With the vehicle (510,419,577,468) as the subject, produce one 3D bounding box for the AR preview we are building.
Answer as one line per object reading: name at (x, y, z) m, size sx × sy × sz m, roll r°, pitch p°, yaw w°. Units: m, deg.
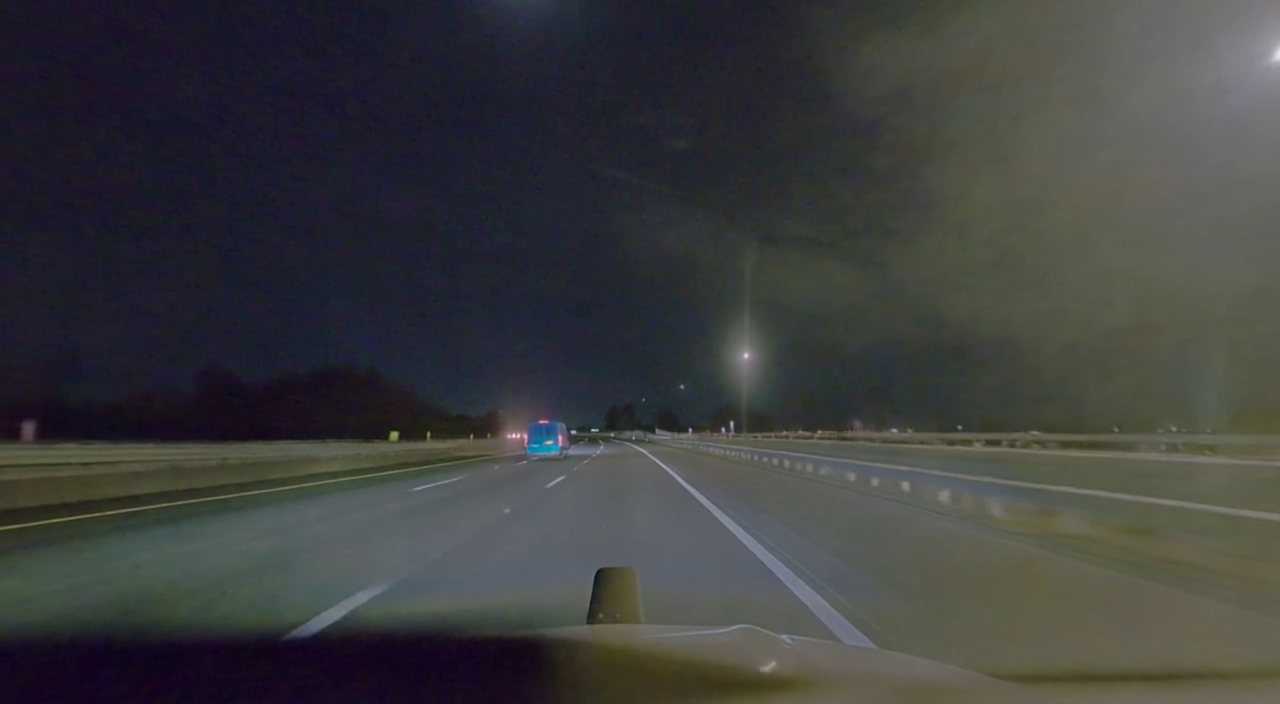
vehicle at (-4.331, 4.202, 29.089) m, size 2.309 × 2.053 × 4.884 m, roll 0°, pitch -8°, yaw 0°
